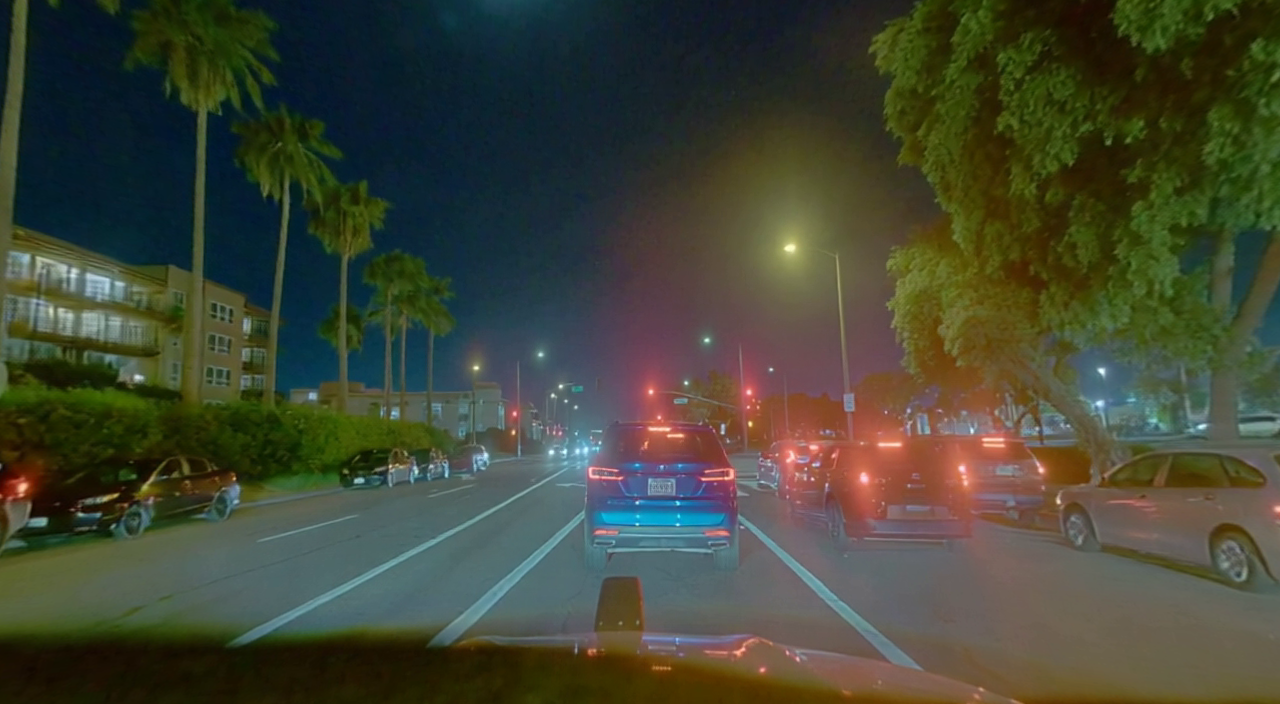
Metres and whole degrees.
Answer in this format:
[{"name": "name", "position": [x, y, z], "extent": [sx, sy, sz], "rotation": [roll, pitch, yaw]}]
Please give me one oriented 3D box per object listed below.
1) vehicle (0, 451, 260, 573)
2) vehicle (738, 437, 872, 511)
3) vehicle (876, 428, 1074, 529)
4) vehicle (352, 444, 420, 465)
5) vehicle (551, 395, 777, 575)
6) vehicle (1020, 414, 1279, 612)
[{"name": "vehicle", "position": [-9.587, 2.804, 11.874], "extent": [2.054, 1.467, 4.595], "rotation": [-3, -5, 1]}, {"name": "vehicle", "position": [3.721, 2.822, 15.177], "extent": [2.021, 1.480, 4.402], "rotation": [0, -8, 0]}, {"name": "vehicle", "position": [6.663, 2.523, 13.243], "extent": [1.930, 1.736, 4.329], "rotation": [-1, -8, 3]}, {"name": "vehicle", "position": [-18.696, 7.506, 46.629], "extent": [1.759, 1.457, 4.297], "rotation": [-7, -11, 37]}, {"name": "vehicle", "position": [0.254, 1.656, 8.564], "extent": [2.264, 1.798, 4.258], "rotation": [0, -8, 1]}, {"name": "vehicle", "position": [6.434, 1.595, 6.937], "extent": [1.935, 1.672, 4.139], "rotation": [0, -8, 1]}]
